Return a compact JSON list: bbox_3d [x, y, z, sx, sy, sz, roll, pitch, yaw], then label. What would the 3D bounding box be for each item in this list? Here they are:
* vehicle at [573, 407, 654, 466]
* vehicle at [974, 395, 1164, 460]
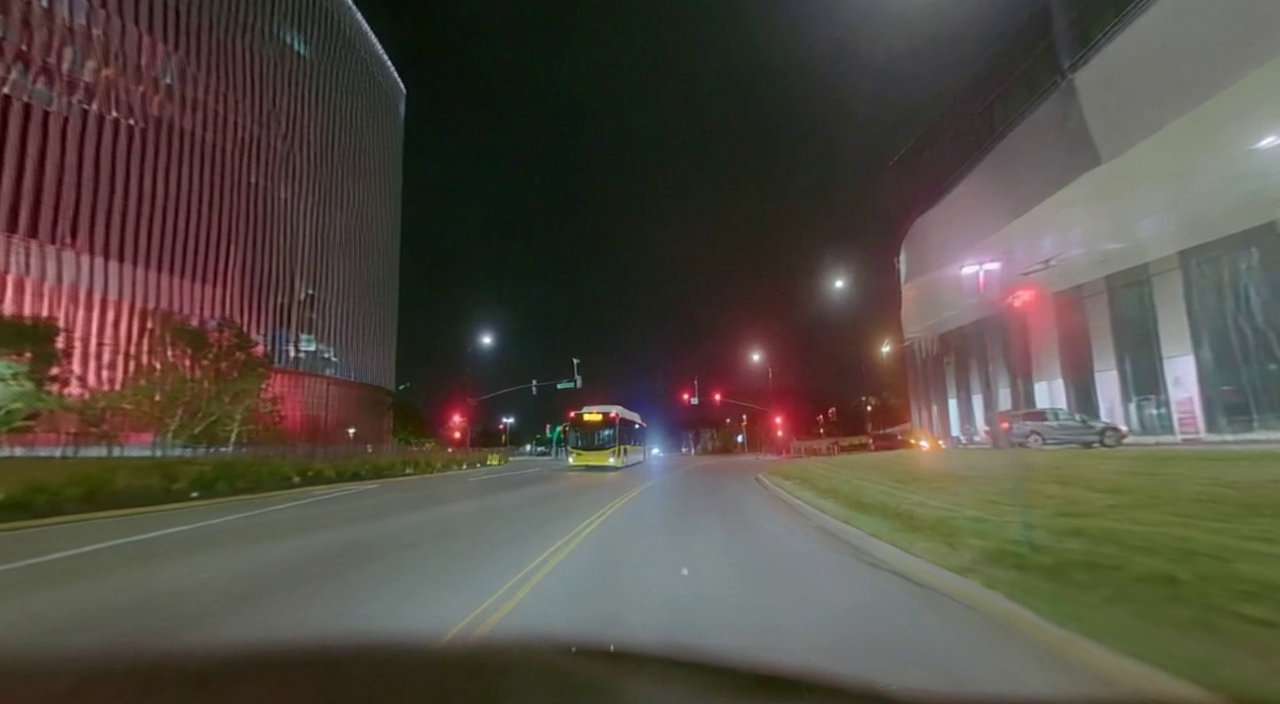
[{"bbox_3d":[-1.542,6.560,48.023,3.148,3.729,14.894,-1,-9,9],"label":"vehicle"},{"bbox_3d":[14.475,2.644,21.588,4.647,1.951,2.304,-3,-9,6],"label":"vehicle"}]
